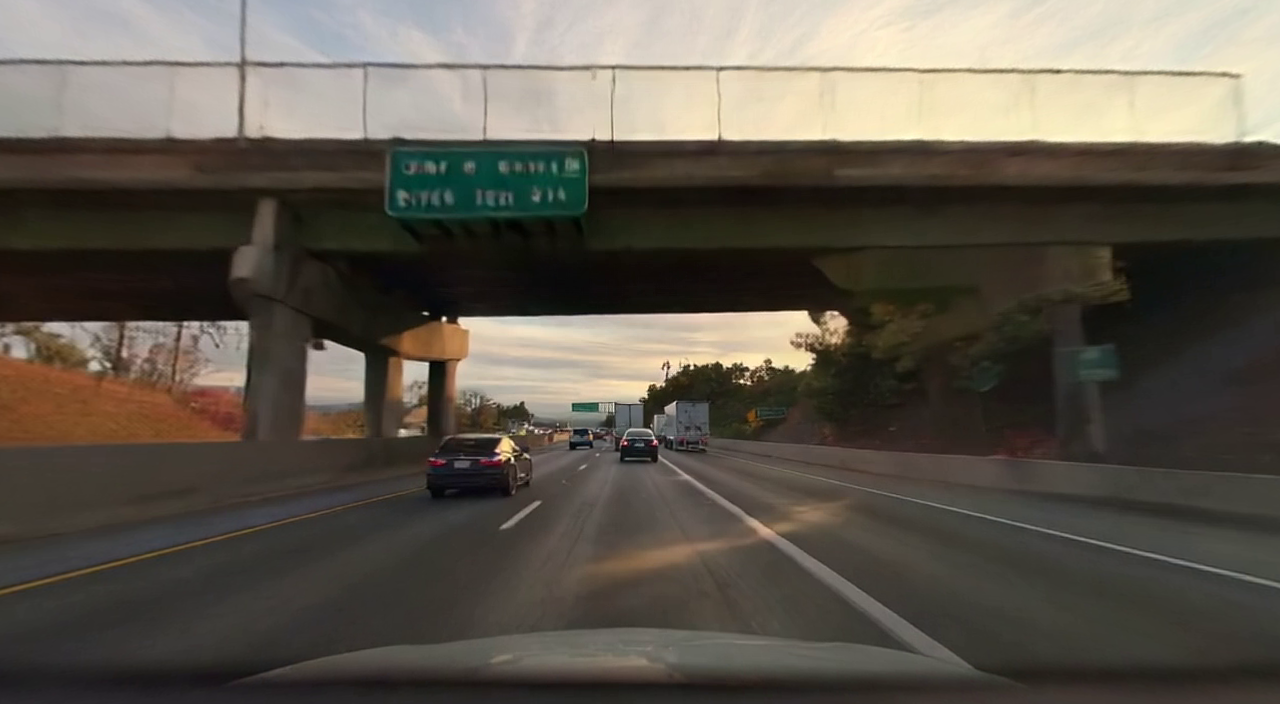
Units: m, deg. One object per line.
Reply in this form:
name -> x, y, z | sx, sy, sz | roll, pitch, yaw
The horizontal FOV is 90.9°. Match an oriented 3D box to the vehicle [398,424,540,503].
vehicle -> -3.715, 2.500, 14.700 | 1.979, 1.527, 4.754 | 0, -8, 0

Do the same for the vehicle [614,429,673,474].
vehicle -> 0.071, 3.711, 23.710 | 2.059, 1.522, 3.693 | 0, -8, -2
